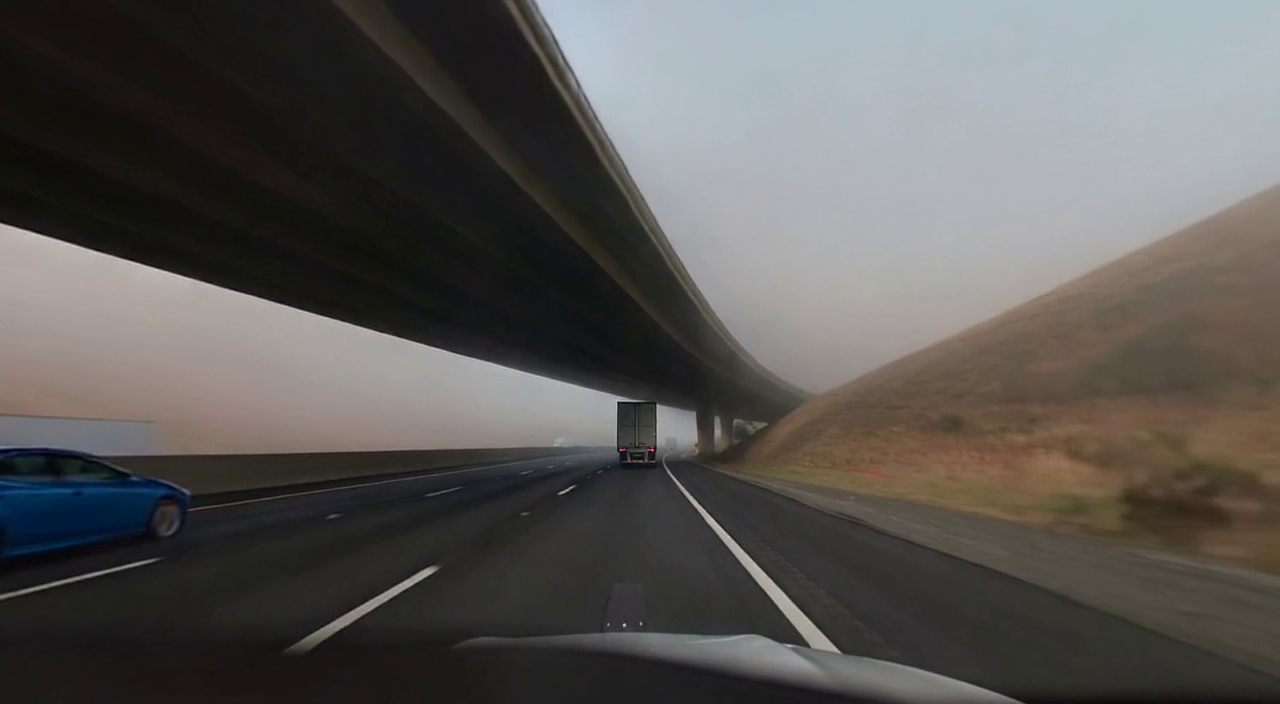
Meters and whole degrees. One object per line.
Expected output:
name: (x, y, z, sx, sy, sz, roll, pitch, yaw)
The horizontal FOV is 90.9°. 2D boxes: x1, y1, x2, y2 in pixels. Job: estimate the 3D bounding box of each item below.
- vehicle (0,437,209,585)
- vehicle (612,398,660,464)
vehicle: (-7.574, 1.738, 7.159, 2.078, 1.496, 4.563, 0, -8, 1)
vehicle: (-0.202, 5.611, 43.956, 2.866, 4.014, 11.261, 0, -8, 0)
